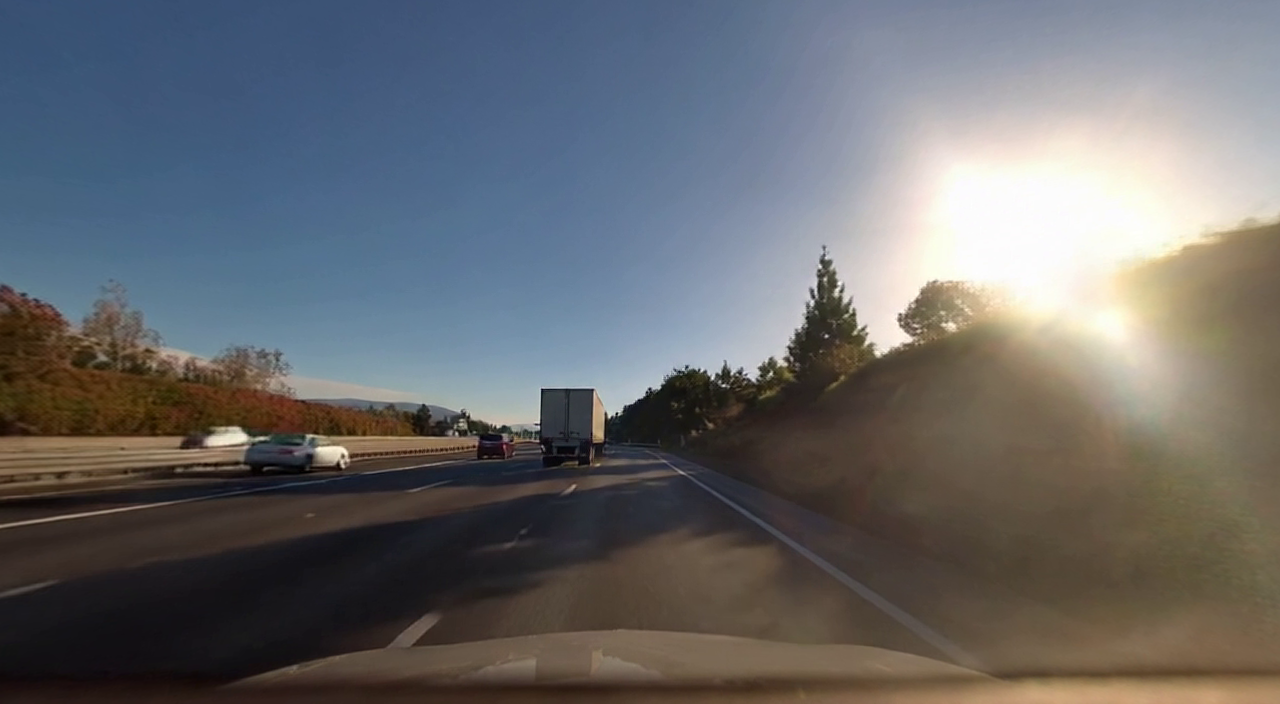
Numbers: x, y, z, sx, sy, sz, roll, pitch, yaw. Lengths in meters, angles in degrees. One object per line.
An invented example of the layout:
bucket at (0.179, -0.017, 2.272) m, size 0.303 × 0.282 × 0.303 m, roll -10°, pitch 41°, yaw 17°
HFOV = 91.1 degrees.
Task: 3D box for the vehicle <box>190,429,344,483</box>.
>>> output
vehicle at (-11.292, 3.162, 19.520) m, size 1.959 × 1.460 × 4.661 m, roll 0°, pitch -8°, yaw 0°

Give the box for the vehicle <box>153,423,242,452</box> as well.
vehicle at (-23.765, 4.623, 33.936) m, size 1.811 × 1.470 × 4.155 m, roll 0°, pitch -8°, yaw -1°

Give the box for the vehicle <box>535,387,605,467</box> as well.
vehicle at (-3.851, 4.625, 37.812) m, size 3.002 × 3.987 × 12.477 m, roll 0°, pitch -8°, yaw -1°

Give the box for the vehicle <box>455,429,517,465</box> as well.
vehicle at (-7.820, 4.856, 32.383) m, size 2.075 × 1.691 × 4.431 m, roll 0°, pitch -8°, yaw 0°
